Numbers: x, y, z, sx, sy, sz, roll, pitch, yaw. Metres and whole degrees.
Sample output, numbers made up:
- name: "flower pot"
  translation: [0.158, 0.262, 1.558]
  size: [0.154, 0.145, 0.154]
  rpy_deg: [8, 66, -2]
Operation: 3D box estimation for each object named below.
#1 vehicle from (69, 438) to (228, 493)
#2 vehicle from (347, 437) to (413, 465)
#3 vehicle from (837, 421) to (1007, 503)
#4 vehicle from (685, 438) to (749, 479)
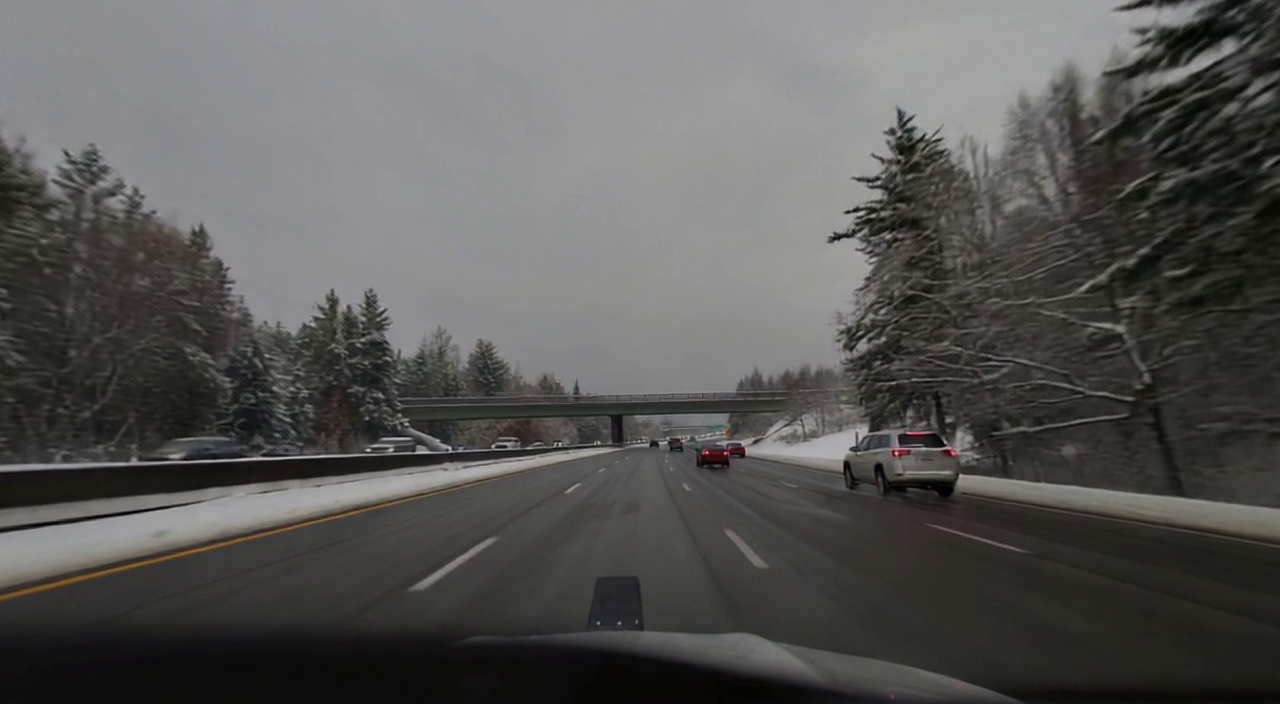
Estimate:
- name: "vehicle"
  translation: [-16.008, 3.685, 20.908]
  size: [1.878, 1.609, 4.143]
  rpy_deg: [0, -8, 0]
- name: "vehicle"
  translation: [-19.460, 7.447, 47.685]
  size: [2.242, 1.980, 6.315]
  rpy_deg: [0, -9, 1]
- name: "vehicle"
  translation: [7.068, 2.821, 16.600]
  size: [2.087, 1.806, 4.946]
  rpy_deg: [0, -9, -1]
- name: "vehicle"
  translation: [2.981, 4.229, 25.301]
  size: [1.981, 1.471, 4.342]
  rpy_deg: [0, -9, 0]
